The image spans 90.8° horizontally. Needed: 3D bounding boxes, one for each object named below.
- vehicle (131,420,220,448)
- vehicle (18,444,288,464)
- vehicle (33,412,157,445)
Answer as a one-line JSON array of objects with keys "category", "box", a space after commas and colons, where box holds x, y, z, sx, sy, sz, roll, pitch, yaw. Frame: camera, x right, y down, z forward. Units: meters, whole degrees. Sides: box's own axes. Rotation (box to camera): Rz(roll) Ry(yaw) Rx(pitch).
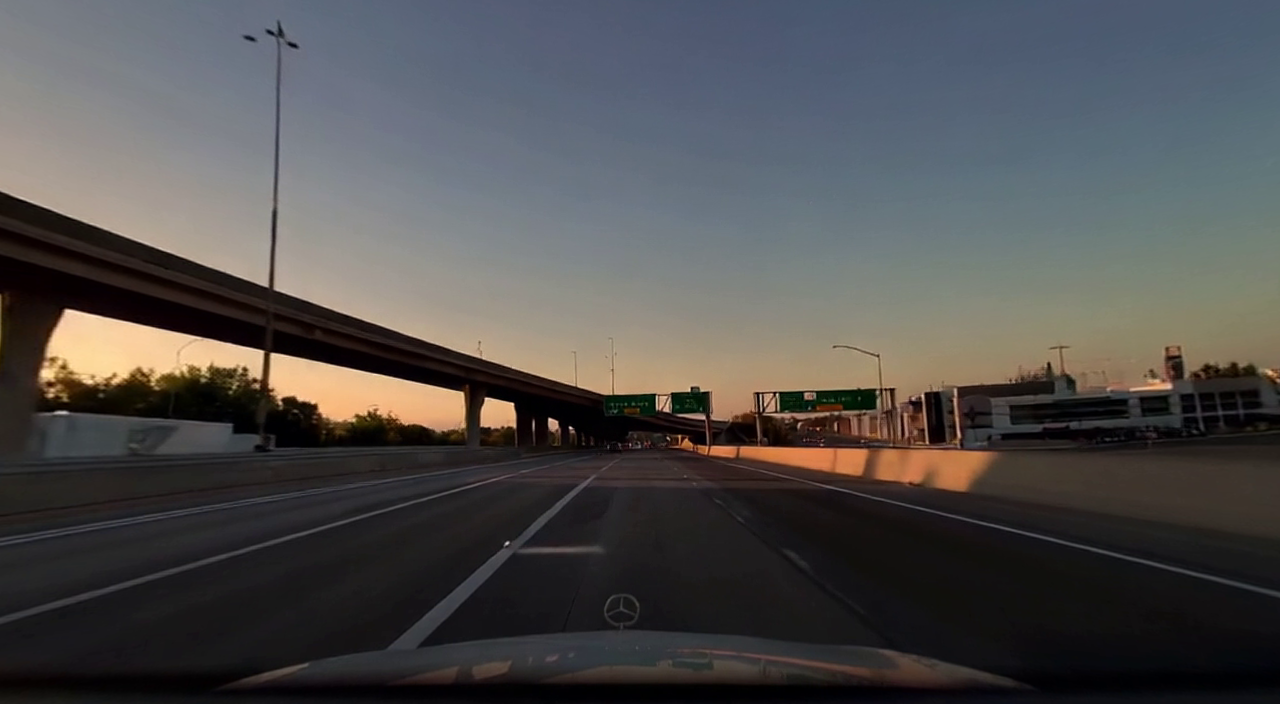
[{"category": "vehicle", "box": [-28.511, 5.074, 39.006, 1.903, 1.592, 4.748, 0, -8, 0]}, {"category": "vehicle", "box": [-28.563, 6.255, 39.720, 2.698, 0.740, 19.161, 0, -8, -1]}, {"category": "vehicle", "box": [-28.342, 4.066, 33.107, 1.992, 1.615, 4.988, 0, -8, 1]}]
